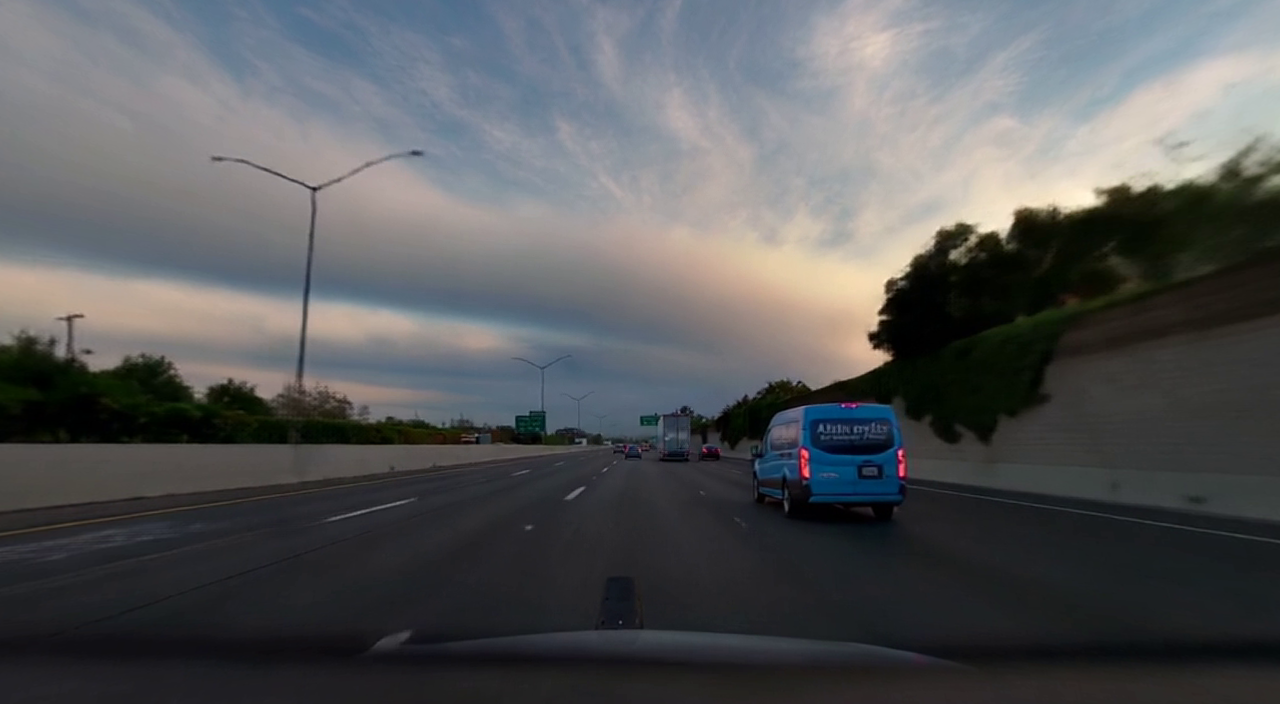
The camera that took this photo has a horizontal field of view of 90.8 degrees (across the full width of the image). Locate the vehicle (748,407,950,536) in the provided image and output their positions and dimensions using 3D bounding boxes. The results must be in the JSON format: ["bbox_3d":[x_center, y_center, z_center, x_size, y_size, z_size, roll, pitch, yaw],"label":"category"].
[{"bbox_3d":[3.582,2.163,12.015,2.035,1.931,4.841,0,-9,-2],"label":"vehicle"}]

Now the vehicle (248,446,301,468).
[{"bbox_3d":[-25.368,7.289,43.973,1.576,1.408,3.540,0,-9,0],"label":"vehicle"}]
